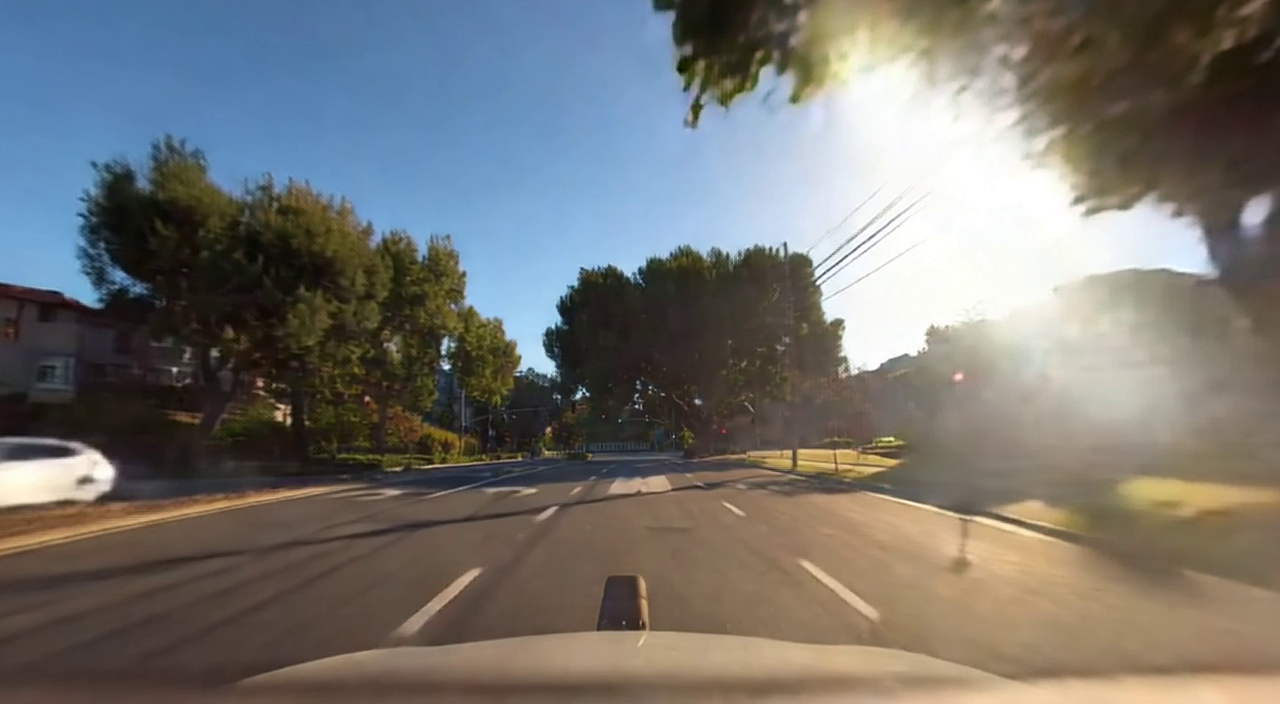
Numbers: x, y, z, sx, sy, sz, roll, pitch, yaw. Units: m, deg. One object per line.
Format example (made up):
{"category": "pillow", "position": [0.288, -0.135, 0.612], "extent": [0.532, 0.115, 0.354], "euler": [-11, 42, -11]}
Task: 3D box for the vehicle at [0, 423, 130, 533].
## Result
{"category": "vehicle", "position": [-11.915, 2.194, 10.938], "extent": [2.045, 1.847, 4.674], "euler": [-1, -8, 0]}
